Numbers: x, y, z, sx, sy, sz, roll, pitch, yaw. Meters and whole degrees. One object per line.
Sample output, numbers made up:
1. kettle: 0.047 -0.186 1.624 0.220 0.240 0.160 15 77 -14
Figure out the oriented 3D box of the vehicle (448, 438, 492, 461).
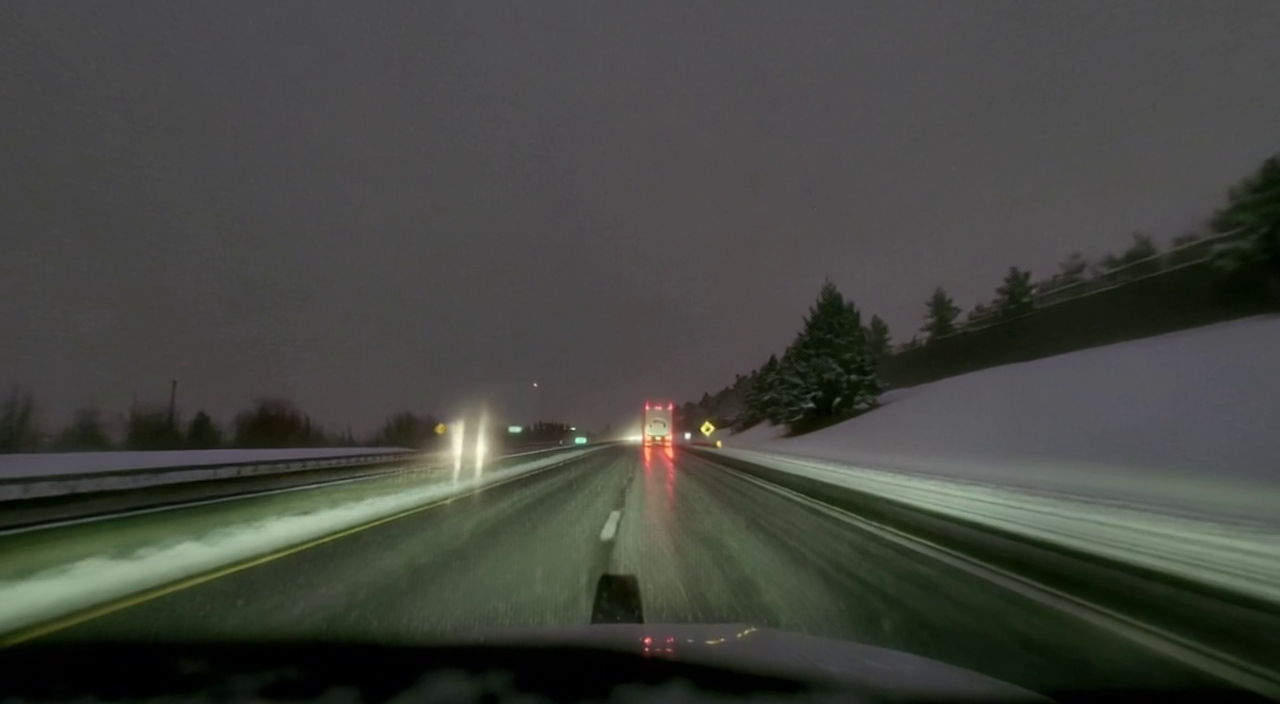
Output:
1. vehicle: -12.080 6.927 45.143 1.836 1.511 4.647 0 -8 0
